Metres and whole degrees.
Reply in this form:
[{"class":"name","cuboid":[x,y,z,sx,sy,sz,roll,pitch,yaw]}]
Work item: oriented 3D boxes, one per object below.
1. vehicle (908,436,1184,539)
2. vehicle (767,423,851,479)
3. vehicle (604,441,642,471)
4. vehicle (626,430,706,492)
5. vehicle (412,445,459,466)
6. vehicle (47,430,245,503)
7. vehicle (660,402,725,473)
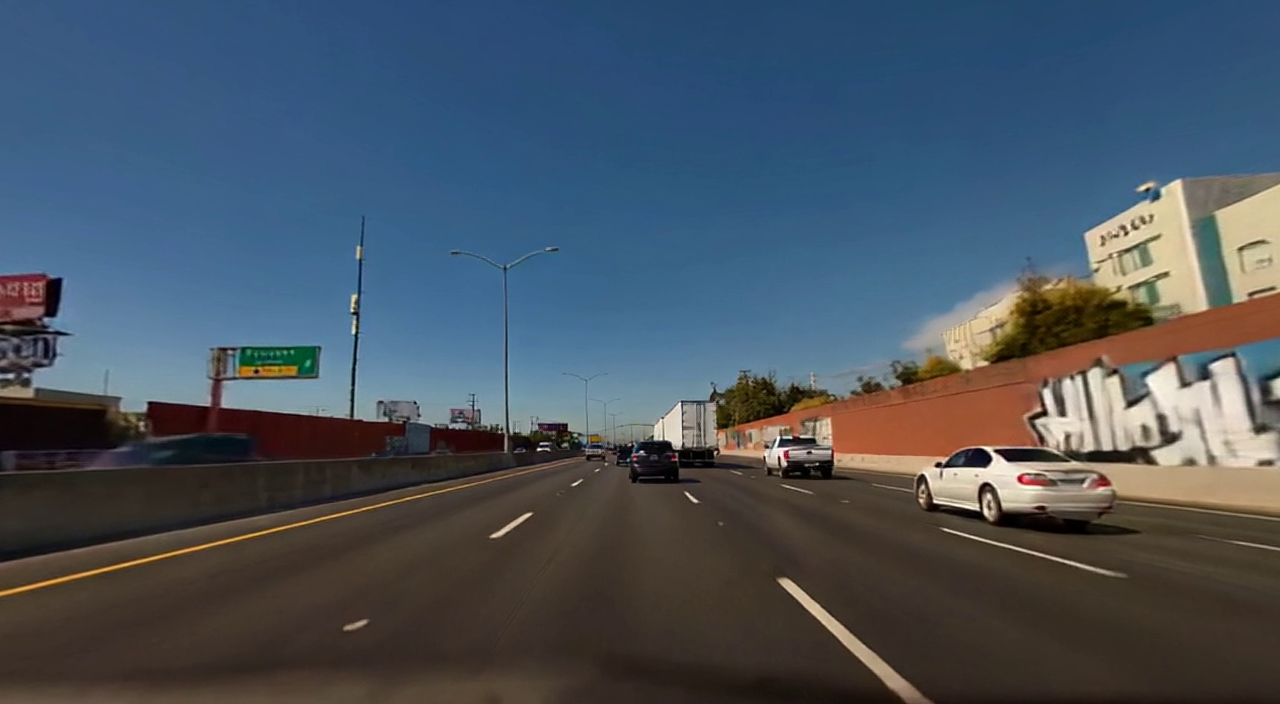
[{"class":"vehicle","cuboid":[6.963,2.345,11.650,1.915,1.476,4.677,0,-9,-1]},{"class":"vehicle","cuboid":[7.832,4.683,30.094,2.322,2.360,6.433,0,-9,1]},{"class":"vehicle","cuboid":[-0.963,5.938,36.250,2.073,1.640,3.990,0,-9,-1]},{"class":"vehicle","cuboid":[0.729,3.666,21.605,2.249,1.843,5.176,0,-9,-3]},{"class":"vehicle","cuboid":[-14.330,7.249,44.505,2.065,1.401,3.497,0,-9,1]},{"class":"vehicle","cuboid":[-10.549,2.458,13.843,1.610,1.395,3.344,0,-9,-1]},{"class":"vehicle","cuboid":[3.038,5.461,39.821,2.976,3.806,10.591,0,-9,-1]}]
